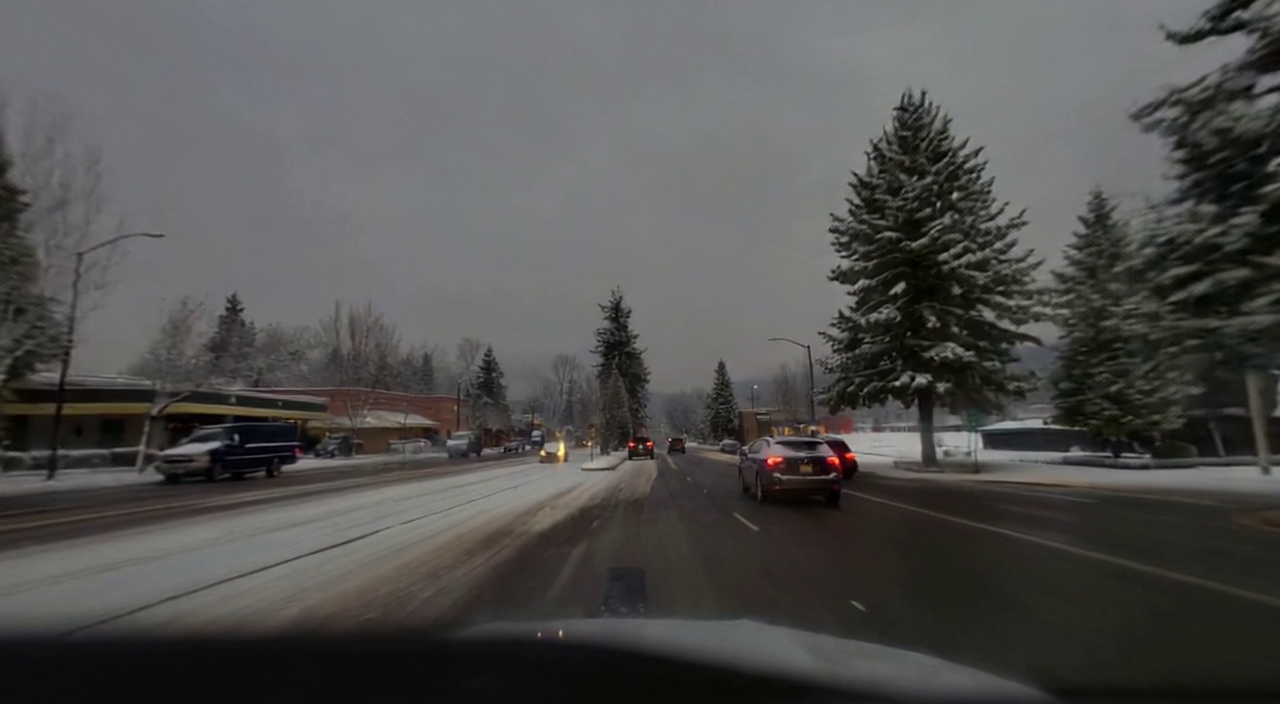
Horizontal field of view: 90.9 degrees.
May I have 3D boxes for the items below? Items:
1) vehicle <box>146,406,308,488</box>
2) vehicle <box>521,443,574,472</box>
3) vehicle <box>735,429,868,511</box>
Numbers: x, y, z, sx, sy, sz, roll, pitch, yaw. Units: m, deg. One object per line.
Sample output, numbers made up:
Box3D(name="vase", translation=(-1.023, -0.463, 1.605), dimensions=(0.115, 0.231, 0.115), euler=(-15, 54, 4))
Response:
Box3D(name="vehicle", translation=(-18.868, 4.411, 29.483), dimensions=(2.783, 3.367, 6.723), euler=(0, -9, 1))
Box3D(name="vehicle", translation=(-4.693, 5.427, 32.701), dimensions=(2.084, 1.415, 4.580), euler=(0, -9, -1))
Box3D(name="vehicle", translation=(3.602, 2.711, 14.896), dimensions=(2.072, 1.669, 3.836), euler=(0, -9, -1))
